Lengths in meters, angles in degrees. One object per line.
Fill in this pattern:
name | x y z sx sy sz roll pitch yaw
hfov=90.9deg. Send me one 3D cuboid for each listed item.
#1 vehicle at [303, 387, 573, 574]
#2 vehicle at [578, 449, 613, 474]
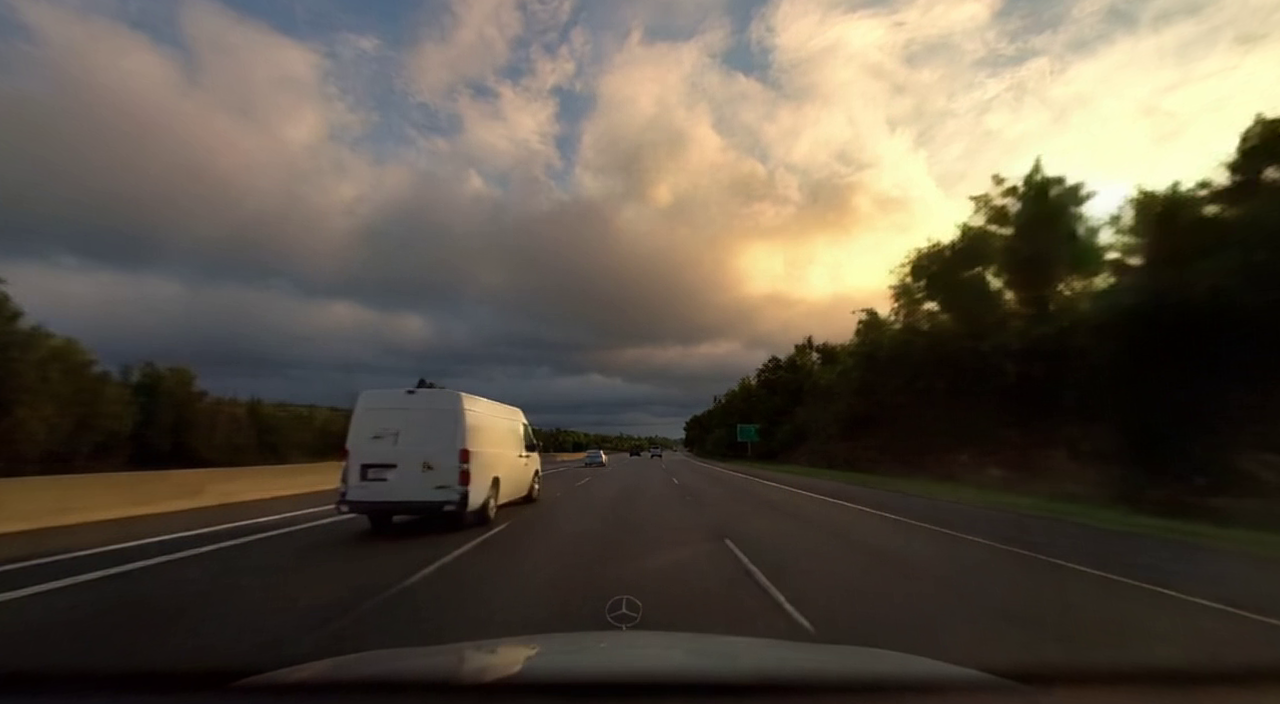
vehicle | -2.506 1.806 9.484 2.219 2.033 4.911 -1 -9 3
vehicle | -2.895 7.254 41.885 1.959 1.571 4.313 0 -9 1
